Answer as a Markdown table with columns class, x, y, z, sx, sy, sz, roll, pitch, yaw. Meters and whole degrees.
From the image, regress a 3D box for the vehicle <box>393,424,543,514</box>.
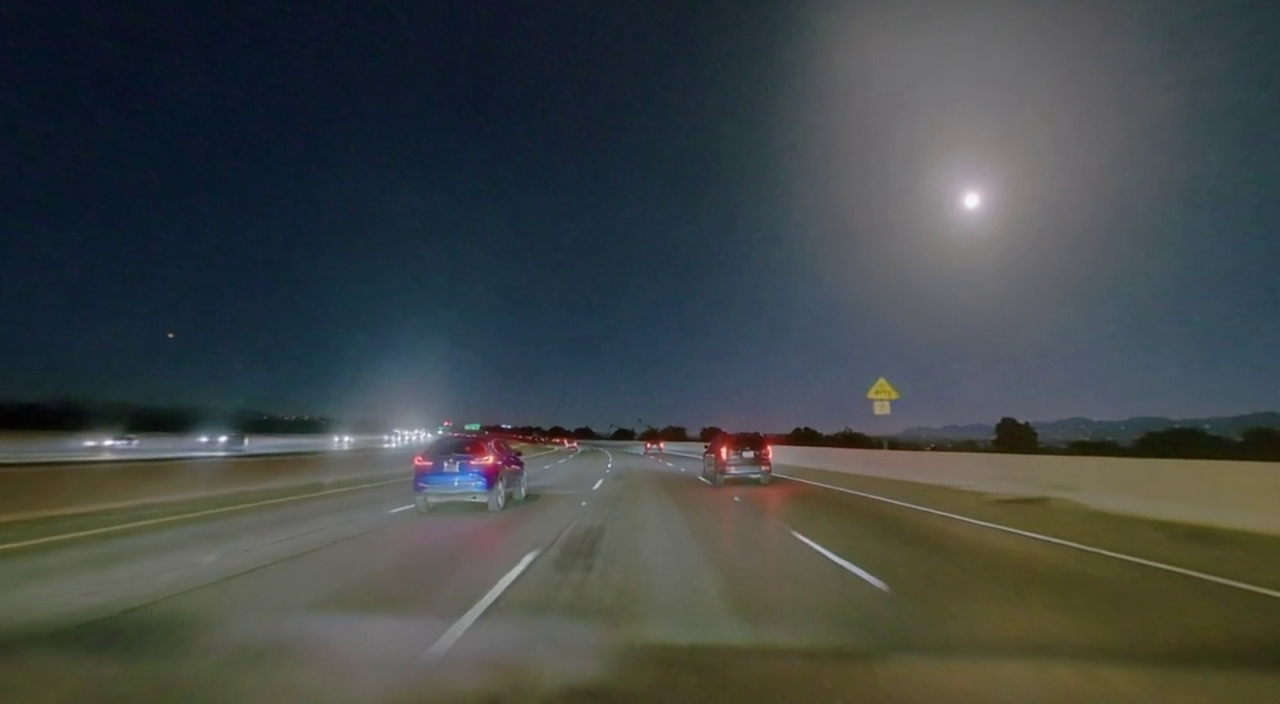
| class | x | y | z | sx | sy | sz | roll | pitch | yaw |
| --- | --- | --- | --- | --- | --- | --- | --- | --- | --- |
| vehicle | -3.719 | 2.631 | 14.624 | 2.214 | 1.743 | 4.465 | 0 | -9 | 0 |

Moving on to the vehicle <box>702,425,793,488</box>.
| class | x | y | z | sx | sy | sz | roll | pitch | yaw |
| --- | --- | --- | --- | --- | --- | --- | --- | --- | --- |
| vehicle | 3.433 | 3.481 | 21.186 | 2.153 | 1.860 | 4.689 | 0 | -9 | -1 |
